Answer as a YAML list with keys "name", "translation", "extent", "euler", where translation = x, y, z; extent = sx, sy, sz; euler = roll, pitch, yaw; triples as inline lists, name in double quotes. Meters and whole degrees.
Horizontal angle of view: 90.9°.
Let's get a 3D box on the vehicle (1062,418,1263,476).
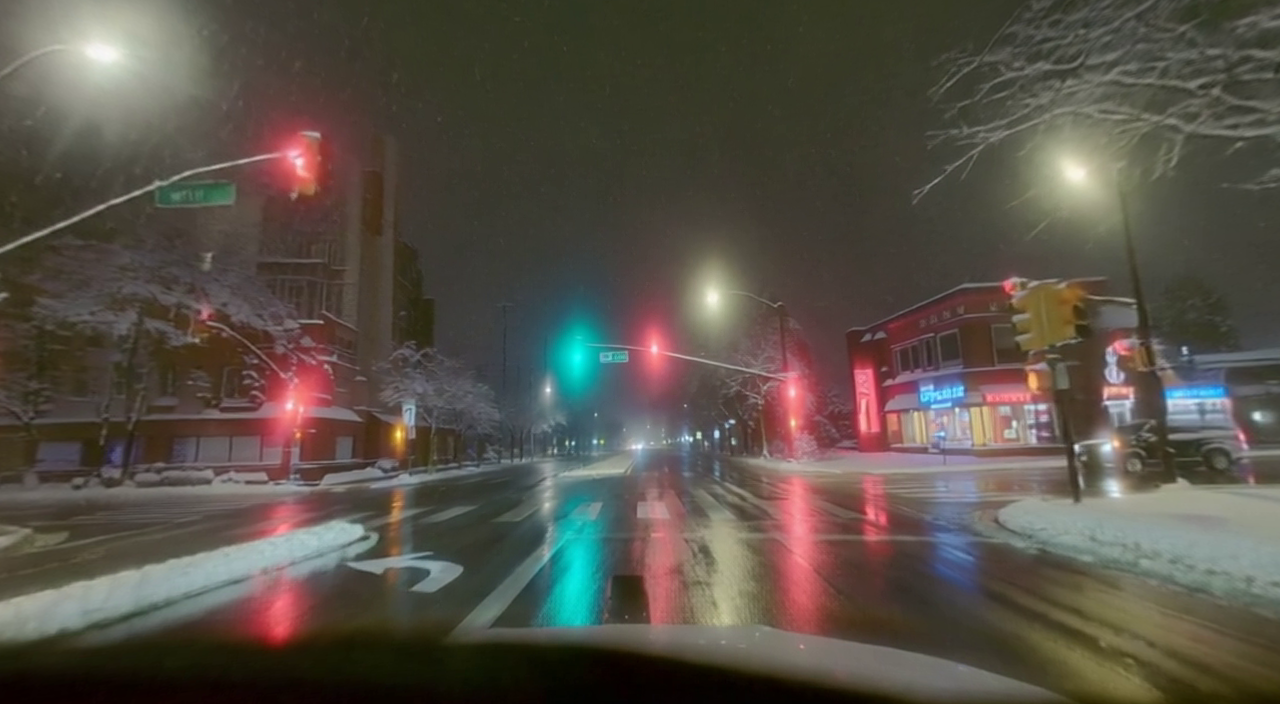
- name: "vehicle"
  translation: [17.138, 3.145, 20.883]
  extent: [4.836, 1.795, 1.957]
  euler: [0, -9, 0]
